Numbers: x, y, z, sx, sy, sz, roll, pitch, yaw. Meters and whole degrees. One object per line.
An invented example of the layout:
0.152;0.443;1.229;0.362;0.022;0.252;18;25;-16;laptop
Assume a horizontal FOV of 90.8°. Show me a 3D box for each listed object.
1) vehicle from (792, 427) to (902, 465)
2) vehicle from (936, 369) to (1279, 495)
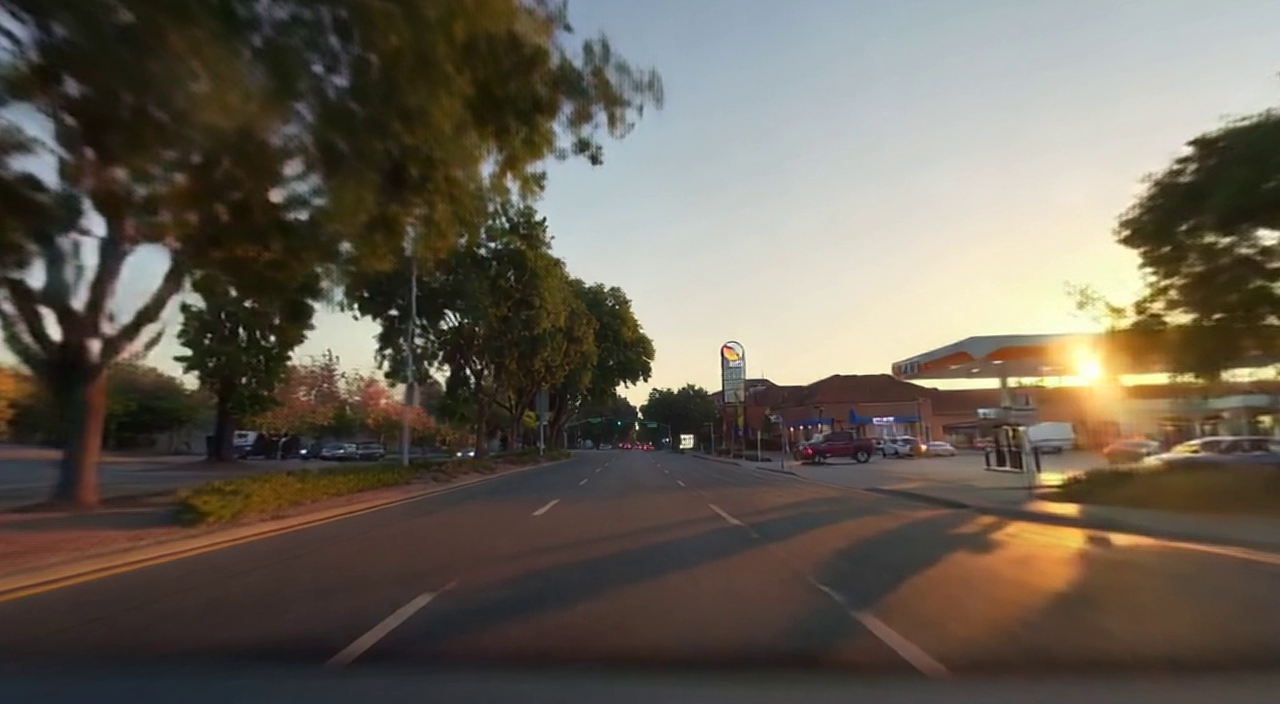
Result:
13.089;5.983;40.283;6.063;2.313;2.534;0;-8;1;vehicle
14.228;2.422;18.971;9.127;3.409;2.992;0;-8;-2;vehicle
